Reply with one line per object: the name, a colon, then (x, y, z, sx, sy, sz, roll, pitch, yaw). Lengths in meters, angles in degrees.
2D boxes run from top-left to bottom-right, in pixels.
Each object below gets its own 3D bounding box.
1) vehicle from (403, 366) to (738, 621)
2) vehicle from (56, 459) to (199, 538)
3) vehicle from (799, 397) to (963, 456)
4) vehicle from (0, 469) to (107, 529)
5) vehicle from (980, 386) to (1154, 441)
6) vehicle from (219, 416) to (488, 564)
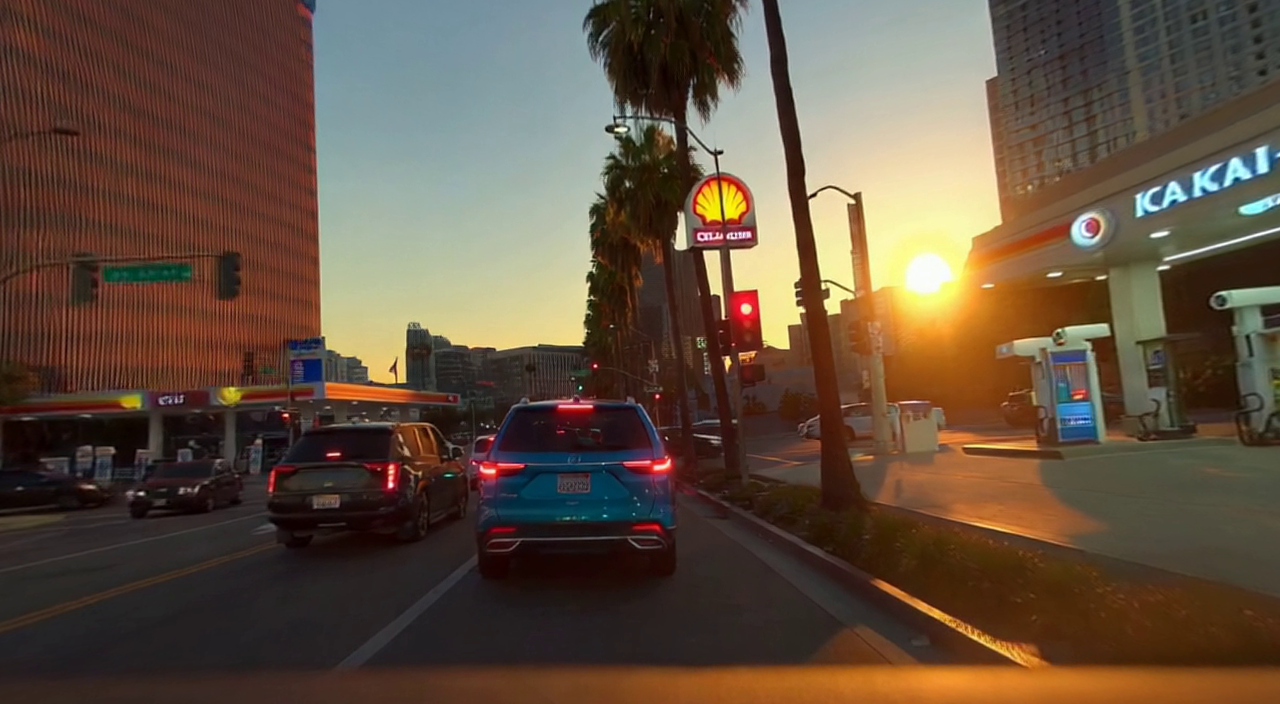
vehicle: (-0.655, 1.411, 7.295, 2.519, 1.913, 4.819, 0, -8, -3)
vehicle: (-14.020, 3.830, 17.188, 4.660, 1.708, 2.331, -8, -12, 44)
vehicle: (9.013, 2.842, 23.966, 5.307, 2.076, 2.122, 0, -8, -5)
vehicle: (-21.475, 4.899, 21.240, 5.011, 1.796, 2.176, 0, -8, -1)
vehicle: (16.249, 2.405, 24.278, 5.033, 1.999, 2.259, 0, -8, -3)
vehicle: (-3.929, 1.965, 9.914, 2.097, 1.692, 5.030, 0, -8, -3)
